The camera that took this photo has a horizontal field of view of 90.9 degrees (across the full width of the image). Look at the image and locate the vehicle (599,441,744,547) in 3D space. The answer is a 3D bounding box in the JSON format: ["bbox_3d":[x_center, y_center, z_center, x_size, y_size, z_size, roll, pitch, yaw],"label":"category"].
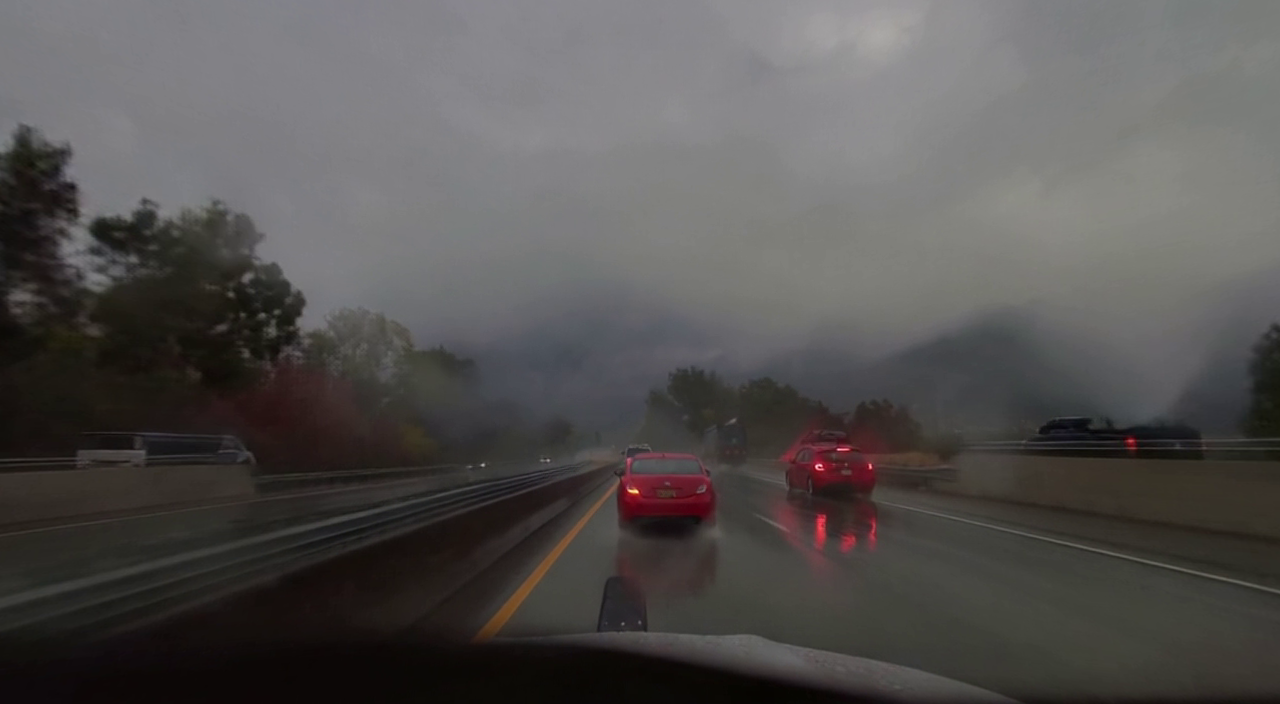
[{"bbox_3d":[0.418,2.346,10.976,2.076,1.485,3.774,0,-9,-1],"label":"vehicle"}]

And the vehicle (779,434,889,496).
[{"bbox_3d":[6.343,3.770,21.274,2.177,1.827,4.565,0,-9,-1],"label":"vehicle"}]

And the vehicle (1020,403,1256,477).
[{"bbox_3d":[31.556,5.917,41.612,2.822,3.996,14.073,1,-9,-7],"label":"vehicle"}]

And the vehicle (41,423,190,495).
[{"bbox_3d":[-33.512,6.838,40.851,2.902,3.981,7.819,-3,-8,0],"label":"vehicle"}]
